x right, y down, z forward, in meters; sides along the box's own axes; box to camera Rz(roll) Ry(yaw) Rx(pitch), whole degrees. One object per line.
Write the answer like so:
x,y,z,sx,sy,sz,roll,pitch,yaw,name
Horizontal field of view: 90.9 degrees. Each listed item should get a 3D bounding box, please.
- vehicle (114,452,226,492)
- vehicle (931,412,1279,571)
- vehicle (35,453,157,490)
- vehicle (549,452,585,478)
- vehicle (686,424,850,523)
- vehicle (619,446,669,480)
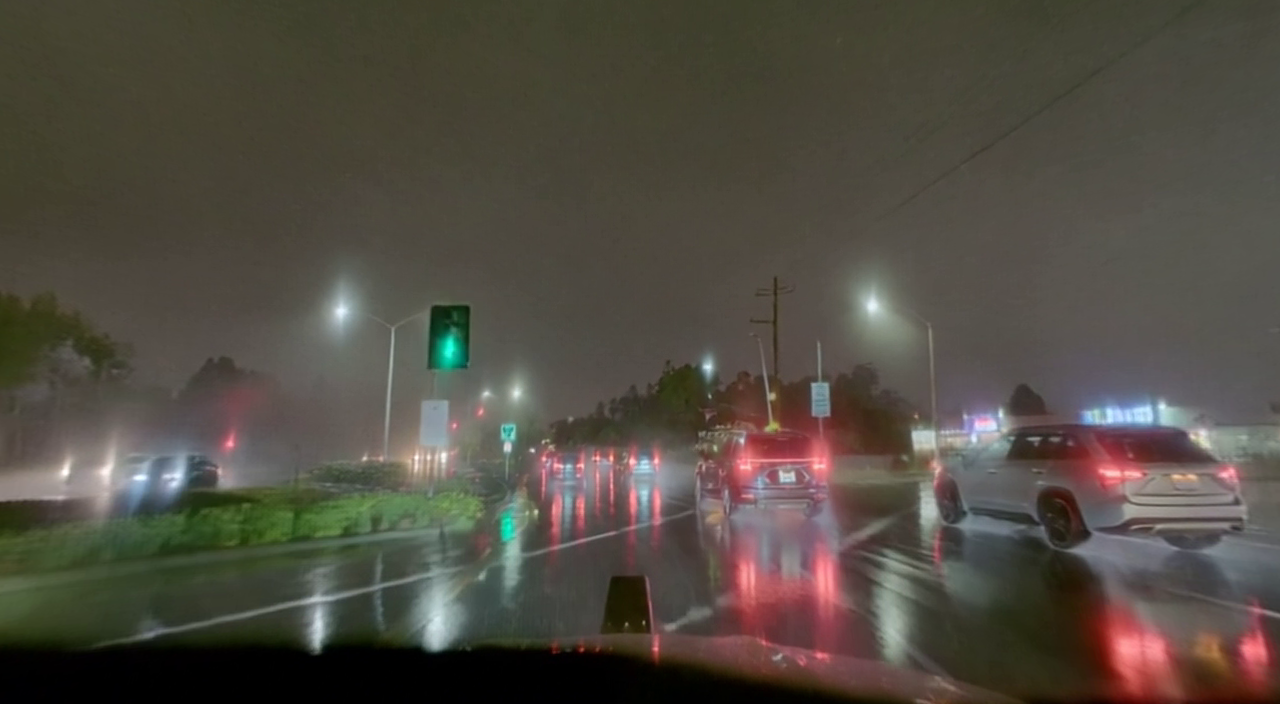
-20.932,5.314,28.362,1.871,1.581,4.635,1,-8,-6,vehicle
6.072,1.740,8.657,1.881,1.604,4.289,1,-8,-3,vehicle
-25.049,5.486,29.265,2.009,1.525,4.346,1,-8,-5,vehicle
-4.733,7.205,40.457,2.107,1.527,4.174,1,-8,-8,vehicle
2.521,2.553,13.883,2.184,1.777,4.712,1,-8,-6,vehicle
0.133,5.720,32.896,2.012,1.612,4.114,2,-8,-9,vehicle
